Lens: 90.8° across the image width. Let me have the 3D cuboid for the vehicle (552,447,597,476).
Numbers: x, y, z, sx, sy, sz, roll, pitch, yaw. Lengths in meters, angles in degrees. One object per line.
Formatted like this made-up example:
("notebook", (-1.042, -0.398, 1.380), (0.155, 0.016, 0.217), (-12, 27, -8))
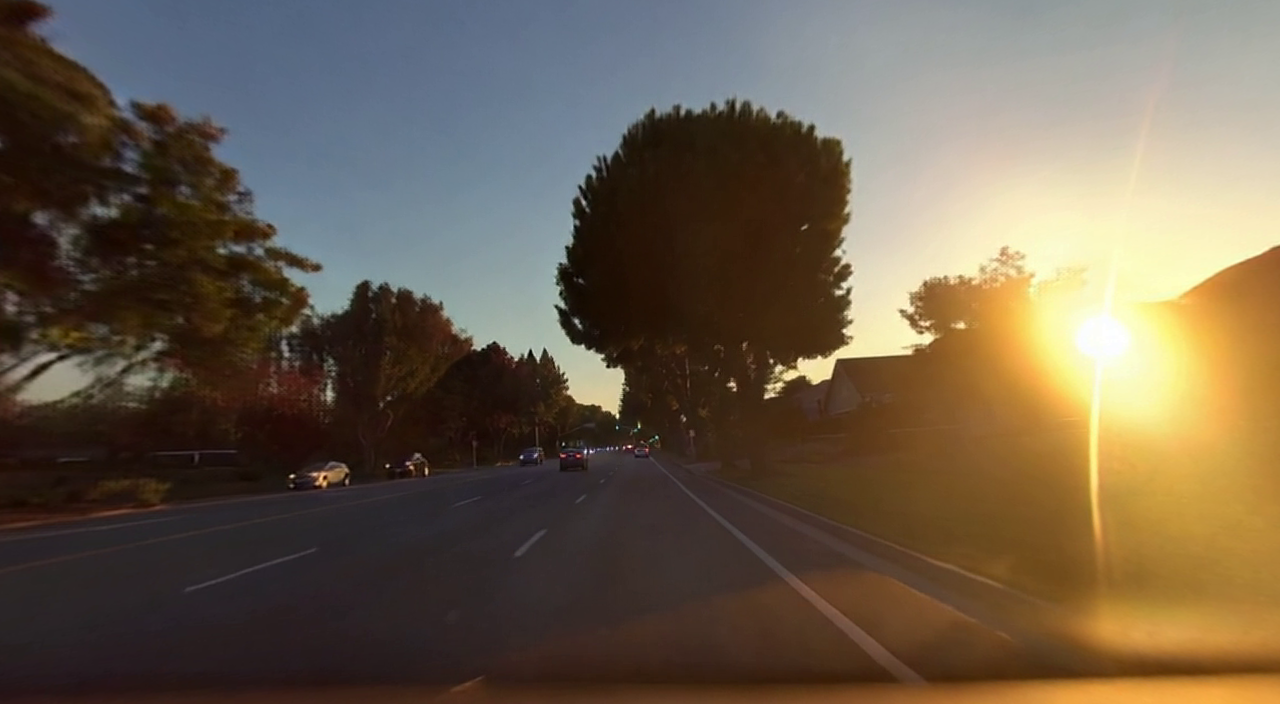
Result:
("vehicle", (-3.486, 5.910, 34.269), (1.992, 1.447, 4.044), (0, -9, 0))

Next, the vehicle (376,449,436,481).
("vehicle", (-17.406, 8.373, 47.275), (2.255, 1.987, 5.723), (-4, -8, 1))

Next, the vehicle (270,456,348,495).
("vehicle", (-17.496, 6.514, 33.661), (1.948, 1.602, 4.544), (-4, -7, -3))
